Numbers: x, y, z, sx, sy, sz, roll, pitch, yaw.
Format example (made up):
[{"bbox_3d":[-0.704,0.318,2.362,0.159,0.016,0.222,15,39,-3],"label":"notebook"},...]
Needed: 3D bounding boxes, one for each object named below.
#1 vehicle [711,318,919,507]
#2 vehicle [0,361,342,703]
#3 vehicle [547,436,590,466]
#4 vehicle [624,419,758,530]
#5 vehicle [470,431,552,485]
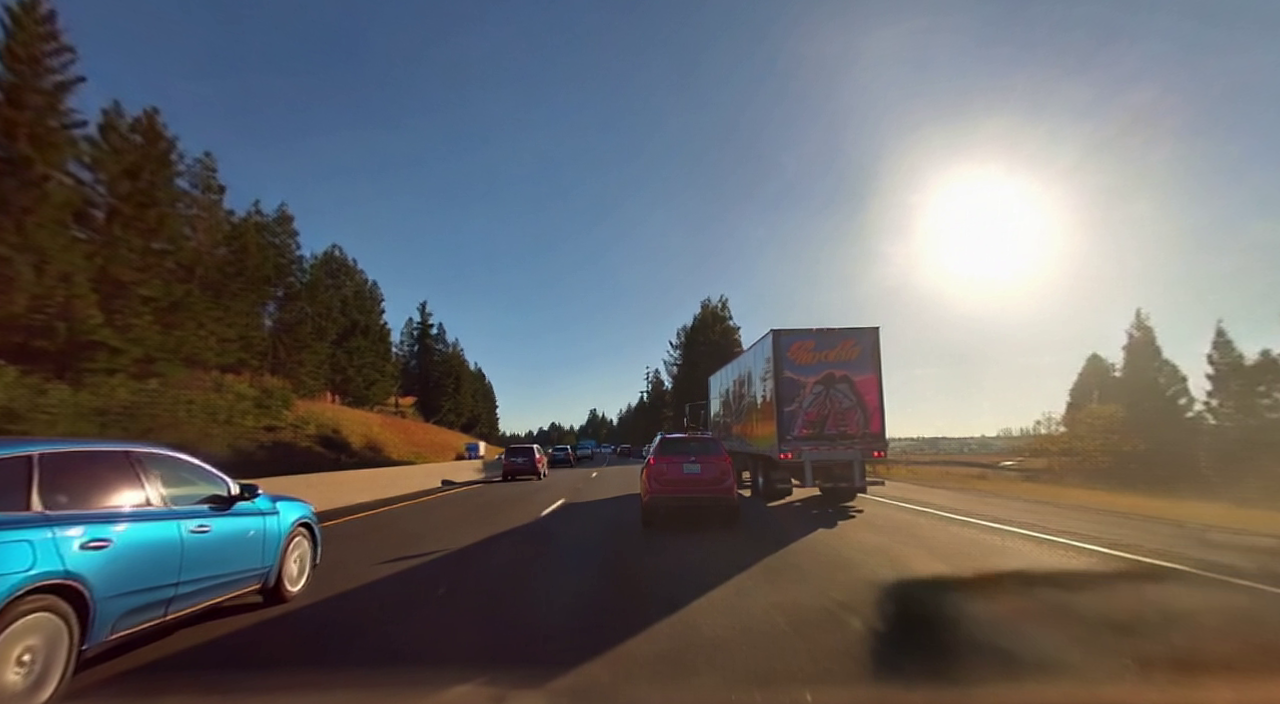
[{"bbox_3d":[4.561,2.285,20.731,2.828,4.081,14.220,0,-8,0],"label":"vehicle"},{"bbox_3d":[-4.031,1.039,4.061,1.983,1.666,4.452,0,-8,1],"label":"vehicle"},{"bbox_3d":[-4.323,6.055,38.605,2.014,1.683,4.275,0,-8,1],"label":"vehicle"},{"bbox_3d":[0.731,2.109,11.365,2.017,1.662,3.543,0,-8,-2],"label":"vehicle"},{"bbox_3d":[-4.243,3.538,21.255,1.905,1.642,3.803,0,-8,1],"label":"vehicle"}]
